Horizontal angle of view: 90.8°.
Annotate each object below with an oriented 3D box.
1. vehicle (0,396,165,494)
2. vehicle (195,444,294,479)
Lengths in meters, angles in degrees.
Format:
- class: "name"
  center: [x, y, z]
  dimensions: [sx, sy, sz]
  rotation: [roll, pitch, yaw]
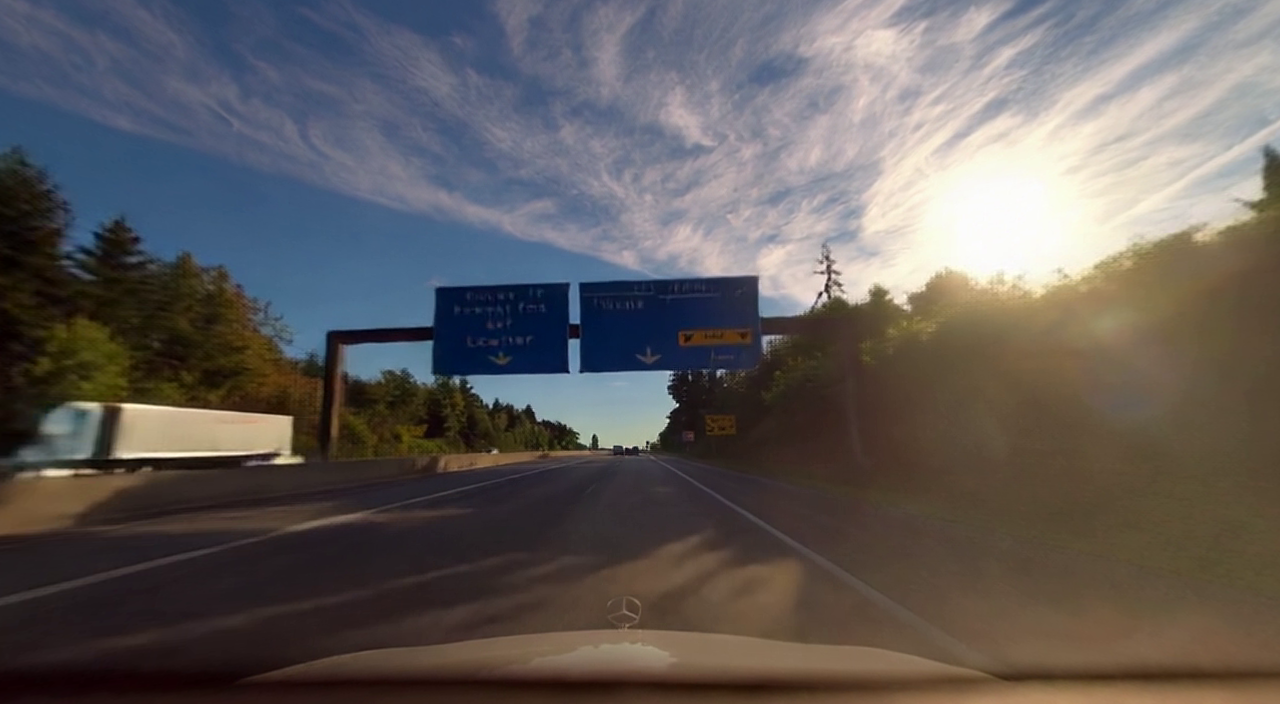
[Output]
- class: "vehicle"
  center: [-25.540, 4.195, 28.443]
  dimensions: [2.916, 3.874, 6.628]
  rotation: [0, -9, -1]
- class: "vehicle"
  center: [-20.798, 5.773, 33.500]
  dimensions: [2.042, 1.674, 4.948]
  rotation: [0, -9, -1]
